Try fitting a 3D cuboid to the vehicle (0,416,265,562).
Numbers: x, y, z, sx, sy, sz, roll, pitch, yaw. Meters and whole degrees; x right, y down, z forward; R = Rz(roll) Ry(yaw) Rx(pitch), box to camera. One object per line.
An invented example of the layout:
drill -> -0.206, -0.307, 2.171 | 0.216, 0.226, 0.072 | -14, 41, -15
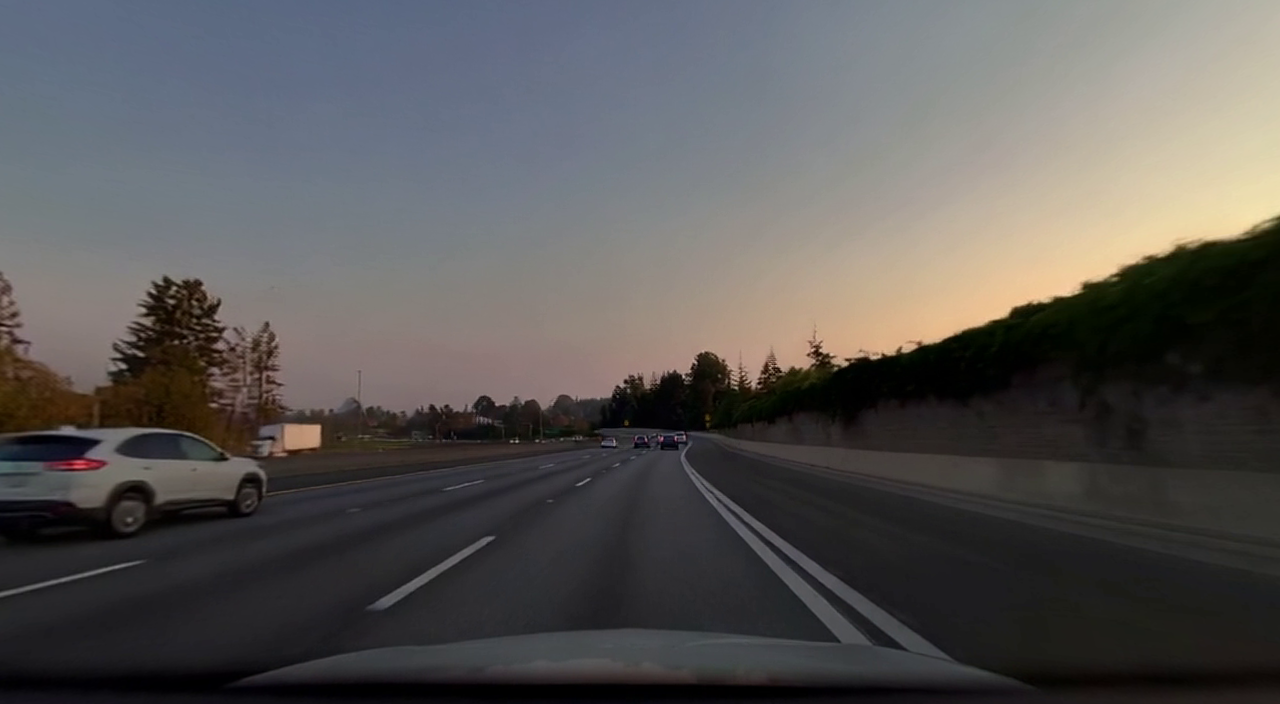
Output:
vehicle -> -7.461, 1.694, 8.396 | 1.914, 1.478, 4.741 | 0, -8, 1
